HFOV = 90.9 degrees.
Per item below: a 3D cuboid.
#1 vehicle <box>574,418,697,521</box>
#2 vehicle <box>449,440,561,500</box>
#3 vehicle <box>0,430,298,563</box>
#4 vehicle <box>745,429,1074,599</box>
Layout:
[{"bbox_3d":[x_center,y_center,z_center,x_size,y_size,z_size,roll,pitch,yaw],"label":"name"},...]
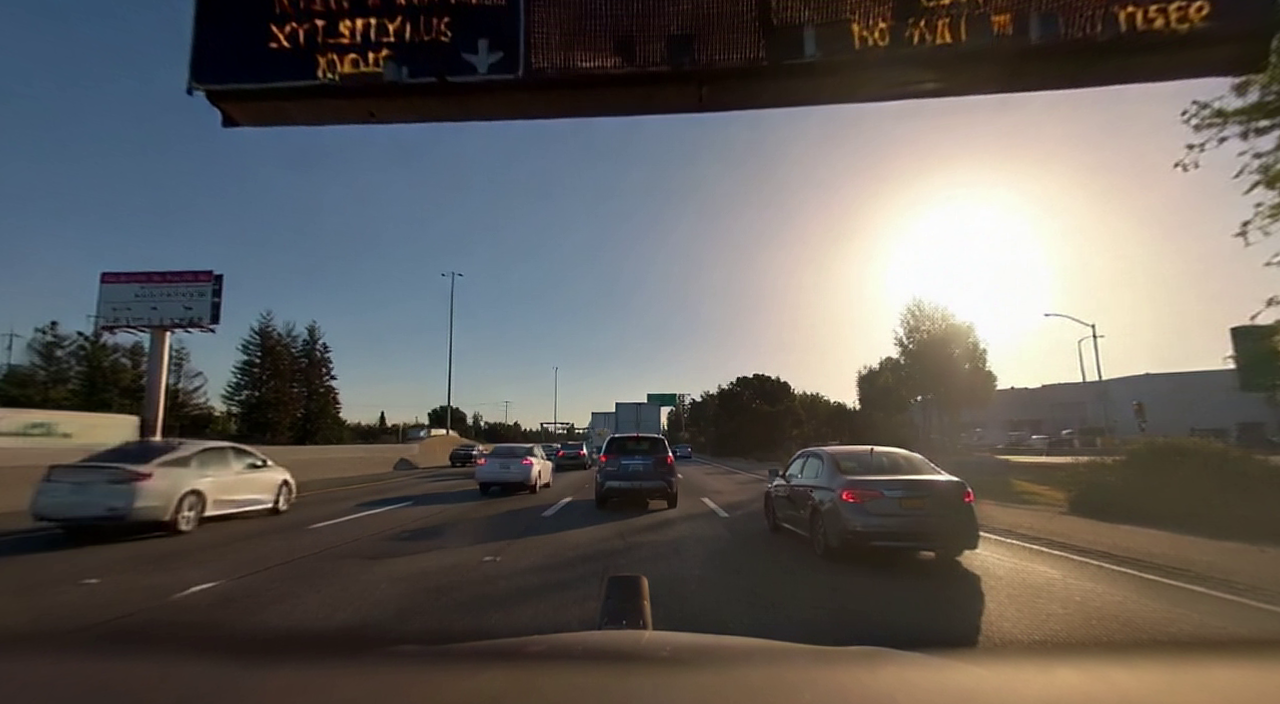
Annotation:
[{"bbox_3d":[-0.084,2.361,13.106,2.152,1.779,3.924,0,-9,0],"label":"vehicle"},{"bbox_3d":[-3.613,3.256,17.870,2.132,1.464,4.481,0,-9,1],"label":"vehicle"},{"bbox_3d":[-7.414,1.978,9.454,1.933,1.476,4.652,0,-9,1],"label":"vehicle"},{"bbox_3d":[2.755,1.765,7.850,2.018,1.470,4.491,0,-9,-1],"label":"vehicle"}]
